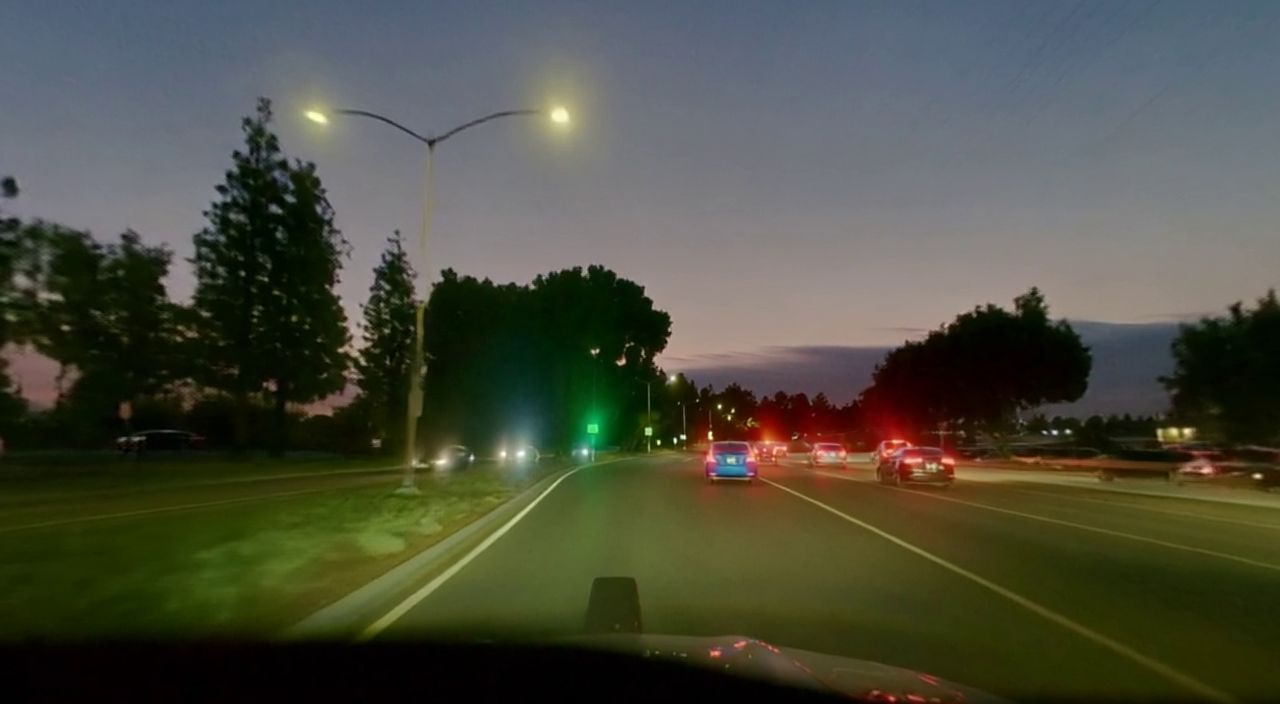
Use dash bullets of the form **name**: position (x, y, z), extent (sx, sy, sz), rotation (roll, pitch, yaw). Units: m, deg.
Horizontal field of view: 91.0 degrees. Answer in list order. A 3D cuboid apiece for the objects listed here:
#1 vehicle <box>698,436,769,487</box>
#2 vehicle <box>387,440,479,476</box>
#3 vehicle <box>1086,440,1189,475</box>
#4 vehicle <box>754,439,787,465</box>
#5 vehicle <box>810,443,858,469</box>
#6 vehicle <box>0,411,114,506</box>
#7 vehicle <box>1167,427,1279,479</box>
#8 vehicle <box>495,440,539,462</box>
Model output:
- **vehicle**: position (3.221, 3.867, 22.542), extent (2.145, 1.603, 4.369), rotation (0, -8, 4)
- **vehicle**: position (-8.809, 4.554, 27.222), extent (2.089, 1.400, 4.467), rotation (-1, -8, 6)
- **vehicle**: position (27.771, 5.835, 35.155), extent (4.719, 1.851, 1.920), rotation (2, -8, -14)
- **vehicle**: position (9.693, 7.427, 46.915), extent (1.976, 1.796, 4.159), rotation (-1, -8, 6)
- **vehicle**: position (11.955, 6.441, 39.065), extent (1.928, 1.488, 4.361), rotation (-1, -8, 5)
- **vehicle**: position (-13.437, 2.086, 12.378), extent (1.951, 1.829, 4.648), rotation (0, -8, 3)
- **vehicle**: position (26.534, 4.419, 27.564), extent (5.111, 2.085, 2.461), rotation (2, -9, -12)
- **vehicle**: position (-9.562, 7.740, 49.297), extent (1.990, 1.581, 4.706), rotation (-1, -9, 6)
